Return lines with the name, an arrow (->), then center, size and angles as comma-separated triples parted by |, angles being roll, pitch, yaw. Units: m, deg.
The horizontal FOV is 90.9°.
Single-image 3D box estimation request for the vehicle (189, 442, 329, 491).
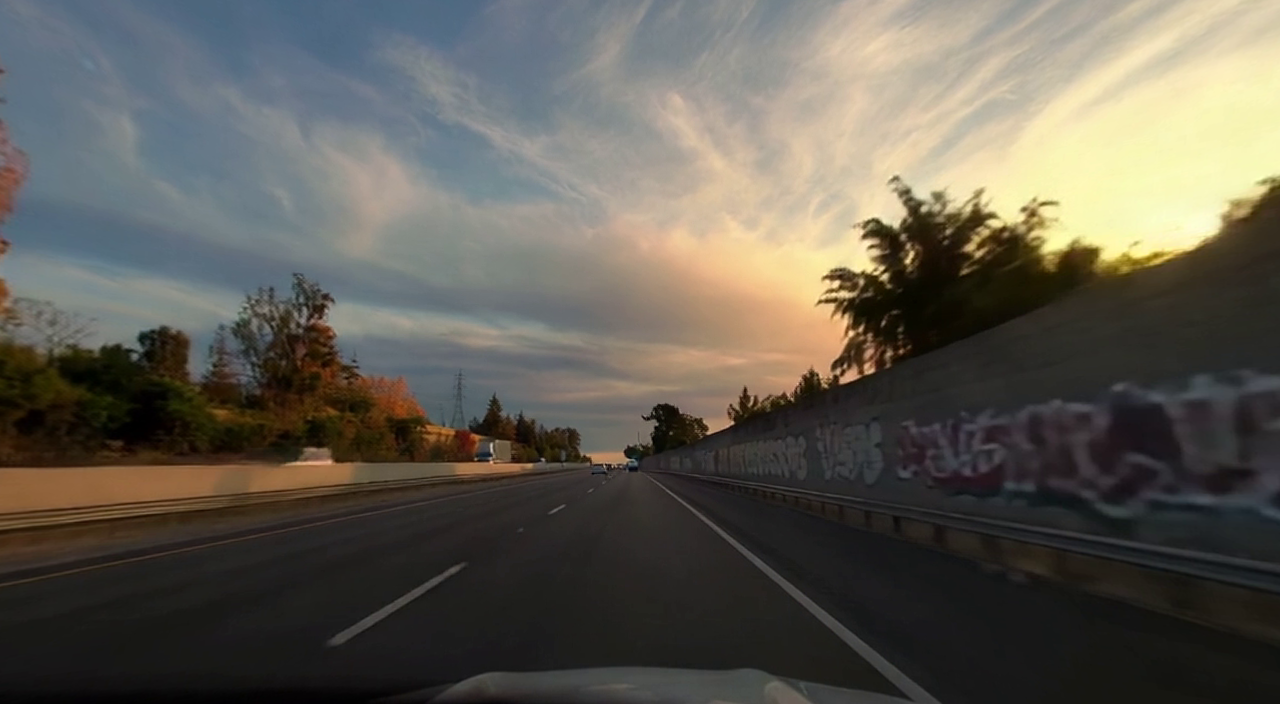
vehicle -> -13.212, 4.045, 22.262 | 2.015, 1.496, 4.666 | 1, -10, 0
